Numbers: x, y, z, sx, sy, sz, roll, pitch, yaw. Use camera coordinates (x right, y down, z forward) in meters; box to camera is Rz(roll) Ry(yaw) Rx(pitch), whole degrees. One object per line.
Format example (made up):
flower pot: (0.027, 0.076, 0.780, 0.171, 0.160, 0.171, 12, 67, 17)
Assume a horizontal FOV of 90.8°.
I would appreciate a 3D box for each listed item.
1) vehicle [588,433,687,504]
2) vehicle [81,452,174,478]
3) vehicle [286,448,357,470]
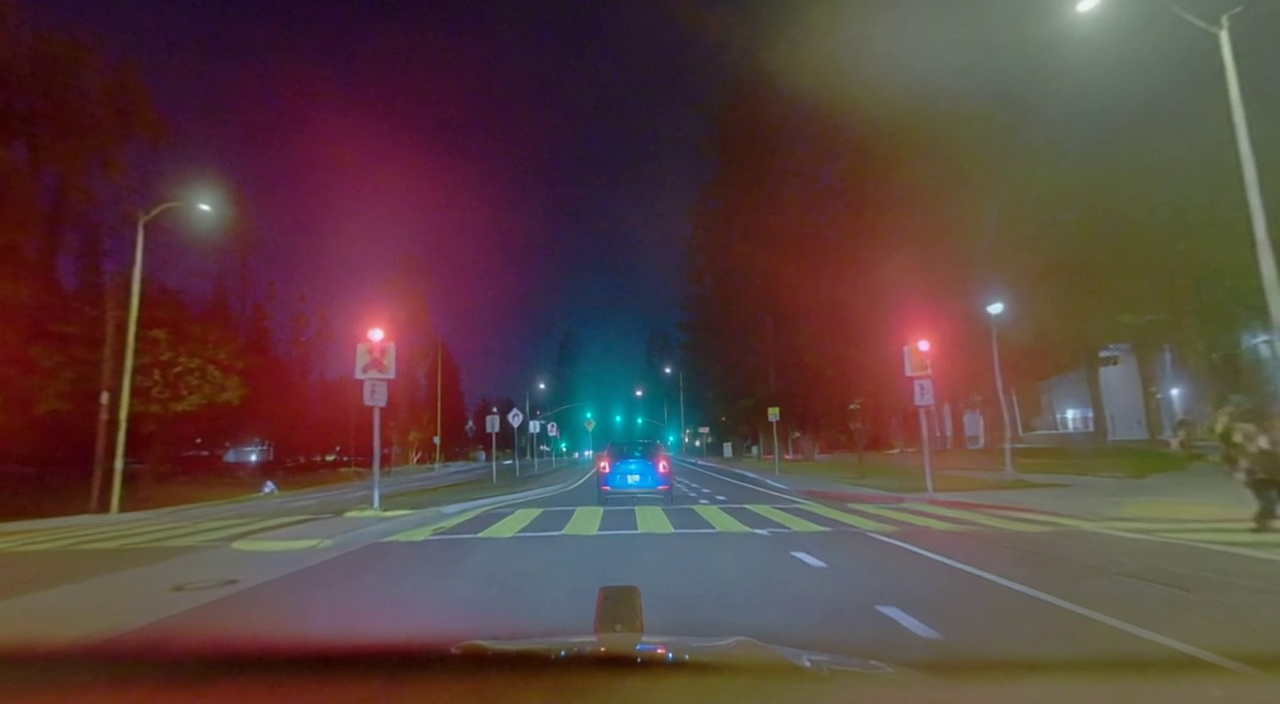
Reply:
vehicle: (-0.122, 2.940, 16.406, 2.221, 1.570, 4.398, 0, -8, -2)
vehicle: (-35.597, 7.848, 43.988, 4.466, 1.619, 2.319, -1, -8, -1)
vehicle: (-23.024, 7.750, 45.806, 4.038, 1.531, 2.015, 1, -9, -3)
